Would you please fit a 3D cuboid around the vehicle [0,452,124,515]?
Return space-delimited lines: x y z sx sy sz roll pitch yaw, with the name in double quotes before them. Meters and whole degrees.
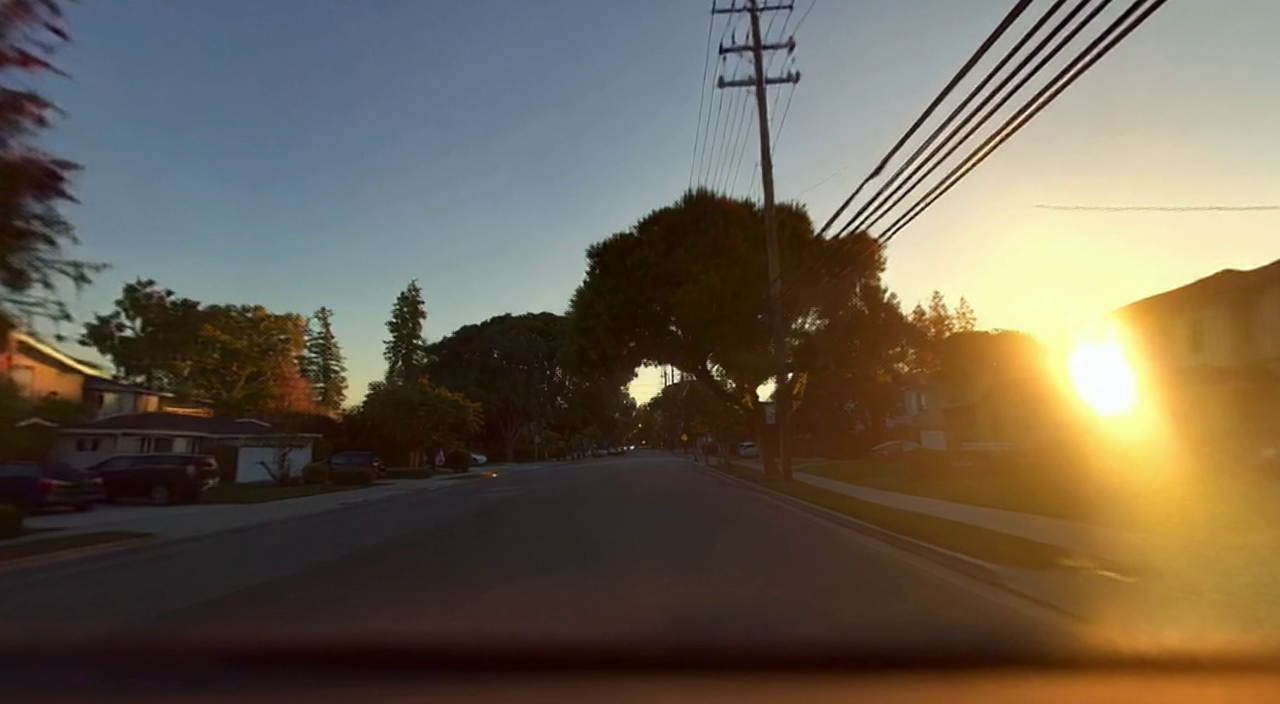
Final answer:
"vehicle" -16.799 3.422 16.715 4.519 1.508 2.018 0 -9 1

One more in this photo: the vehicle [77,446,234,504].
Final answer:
"vehicle" -15.542 3.940 20.314 4.265 1.583 1.913 -6 -9 19

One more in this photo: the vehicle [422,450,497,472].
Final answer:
"vehicle" -12.666 7.673 44.463 4.718 1.454 1.843 -1 -9 6

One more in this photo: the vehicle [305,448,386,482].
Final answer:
"vehicle" -15.264 5.867 33.088 1.816 1.614 4.866 0 -8 1

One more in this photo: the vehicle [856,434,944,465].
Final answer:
"vehicle" 14.551 5.469 35.485 4.078 1.516 1.798 -3 -9 3
